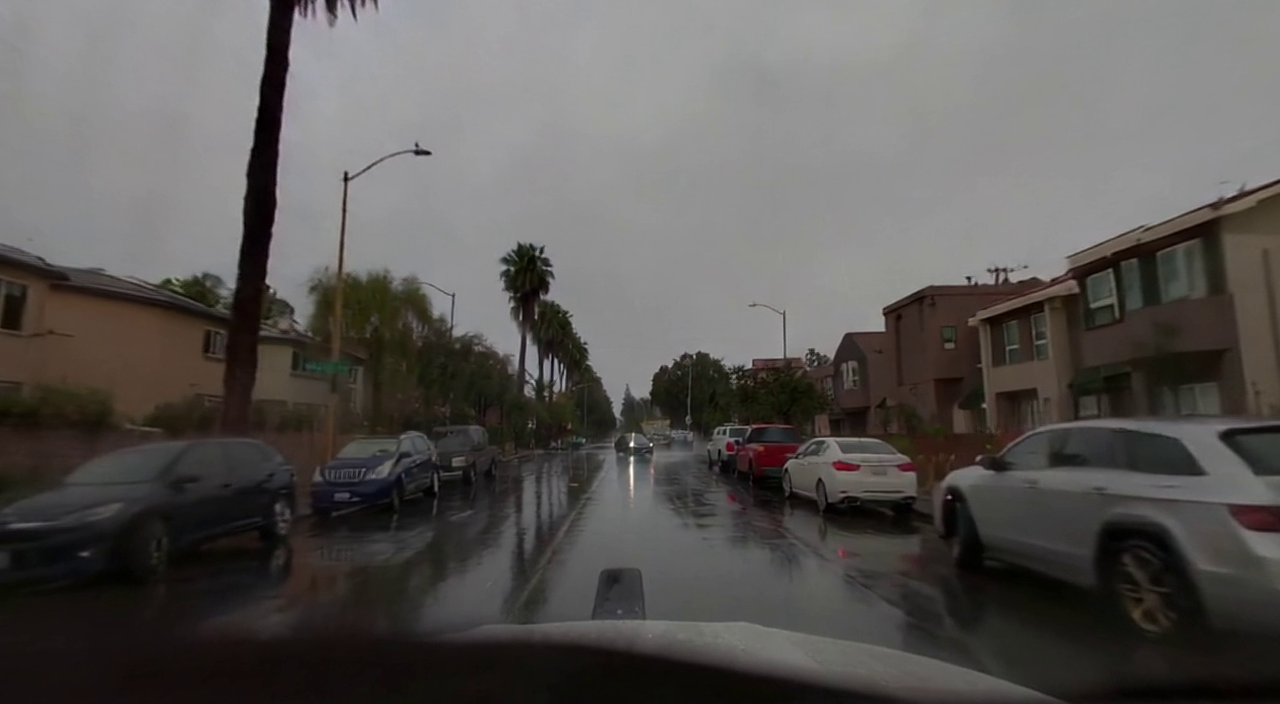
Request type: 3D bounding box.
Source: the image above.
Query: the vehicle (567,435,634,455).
[{"bbox_3d":[-2.908,6.938,47.026,4.828,1.472,1.863,0,-9,0],"label":"vehicle"}]

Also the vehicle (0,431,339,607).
[{"bbox_3d":[-5.777,1.815,7.914,1.849,1.531,4.562,0,-8,-1],"label":"vehicle"}]

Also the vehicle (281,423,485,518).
[{"bbox_3d":[-5.694,2.726,15.173,2.316,1.808,5.876,0,-8,1],"label":"vehicle"}]

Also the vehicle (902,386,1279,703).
[{"bbox_3d":[4.087,1.297,5.235,1.998,1.649,4.175,0,-8,0],"label":"vehicle"}]

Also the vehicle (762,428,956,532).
[{"bbox_3d":[3.787,2.280,12.009,1.958,1.485,4.819,2,-8,0],"label":"vehicle"}]

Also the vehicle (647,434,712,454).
[{"bbox_3d":[2.892,6.865,46.965,4.663,1.452,1.853,0,-9,1],"label":"vehicle"}]
